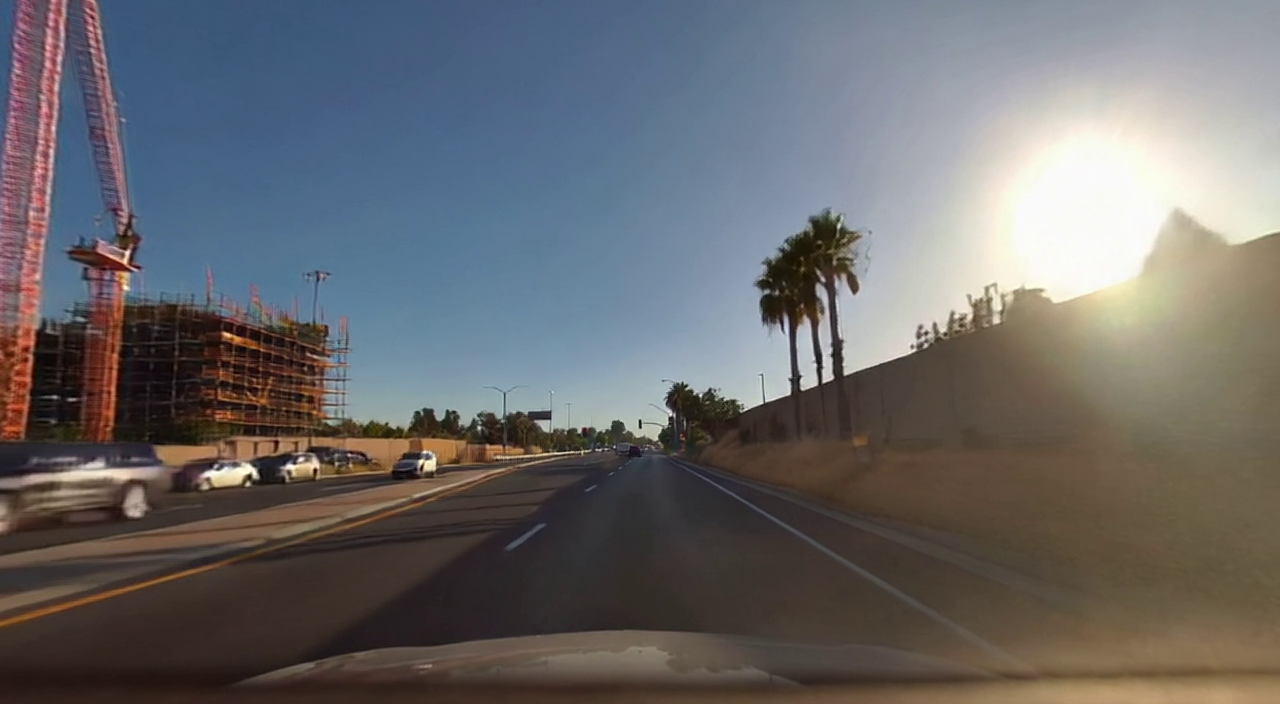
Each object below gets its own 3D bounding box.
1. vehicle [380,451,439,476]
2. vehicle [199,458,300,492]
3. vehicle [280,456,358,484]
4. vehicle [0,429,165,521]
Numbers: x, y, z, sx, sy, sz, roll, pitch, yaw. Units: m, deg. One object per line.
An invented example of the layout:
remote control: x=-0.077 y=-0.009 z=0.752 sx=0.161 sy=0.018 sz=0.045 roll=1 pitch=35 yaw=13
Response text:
vehicle: x=-15.250 y=7.391 z=42.000 sx=2.113 sy=1.478 sz=4.828 roll=0 pitch=-9 yaw=-1
vehicle: x=-19.315 y=6.085 z=31.489 sx=2.003 sy=1.440 sz=4.857 roll=0 pitch=-9 yaw=0
vehicle: x=-19.253 y=7.066 z=38.076 sx=2.007 sy=1.453 sz=4.932 roll=-1 pitch=-9 yaw=2
vehicle: x=-16.321 y=3.182 z=16.735 sx=2.601 sy=2.118 sz=6.071 roll=0 pitch=-9 yaw=0
